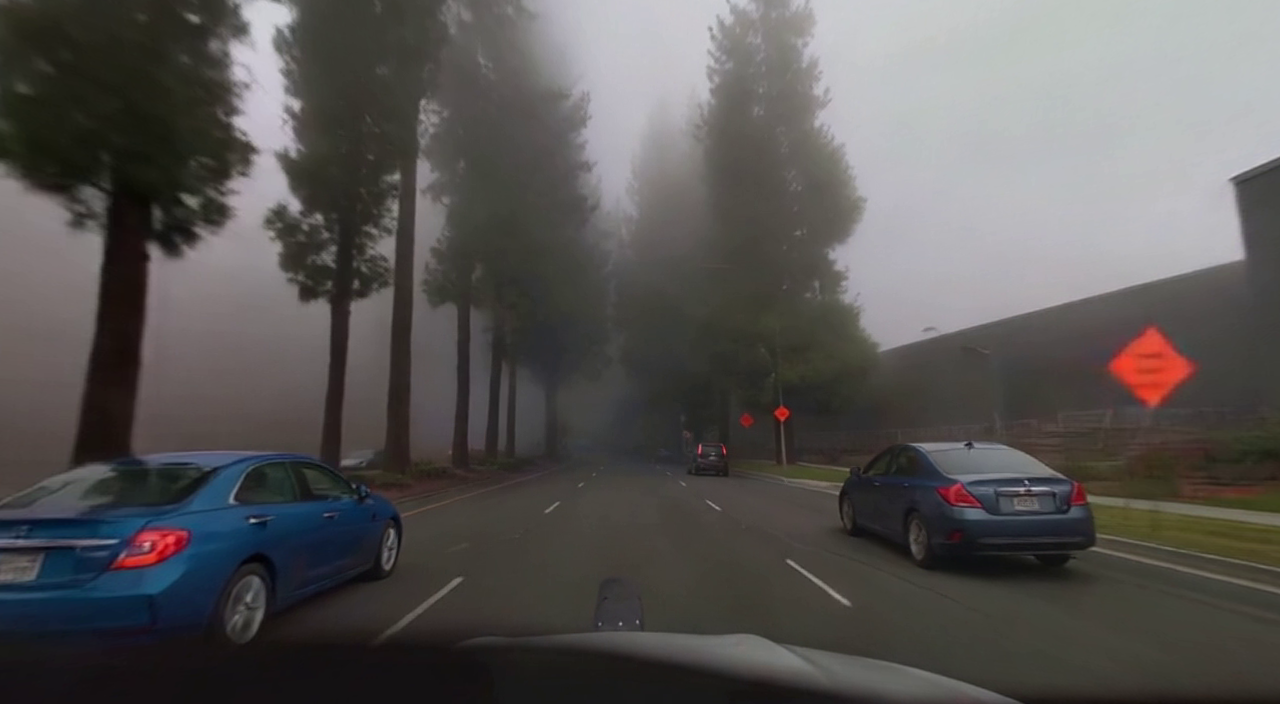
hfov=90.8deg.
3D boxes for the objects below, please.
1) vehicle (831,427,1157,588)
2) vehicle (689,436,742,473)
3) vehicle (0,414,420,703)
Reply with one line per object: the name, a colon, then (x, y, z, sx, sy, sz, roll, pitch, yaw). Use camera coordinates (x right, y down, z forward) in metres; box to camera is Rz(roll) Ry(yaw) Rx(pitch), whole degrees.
vehicle: (3.924, 1.755, 7.897, 1.827, 1.491, 3.743, 0, -9, -1)
vehicle: (3.974, 5.519, 34.141, 2.159, 1.793, 4.735, 0, -9, -1)
vehicle: (-3.464, 1.345, 5.004, 2.020, 1.474, 4.098, 0, -9, -1)
